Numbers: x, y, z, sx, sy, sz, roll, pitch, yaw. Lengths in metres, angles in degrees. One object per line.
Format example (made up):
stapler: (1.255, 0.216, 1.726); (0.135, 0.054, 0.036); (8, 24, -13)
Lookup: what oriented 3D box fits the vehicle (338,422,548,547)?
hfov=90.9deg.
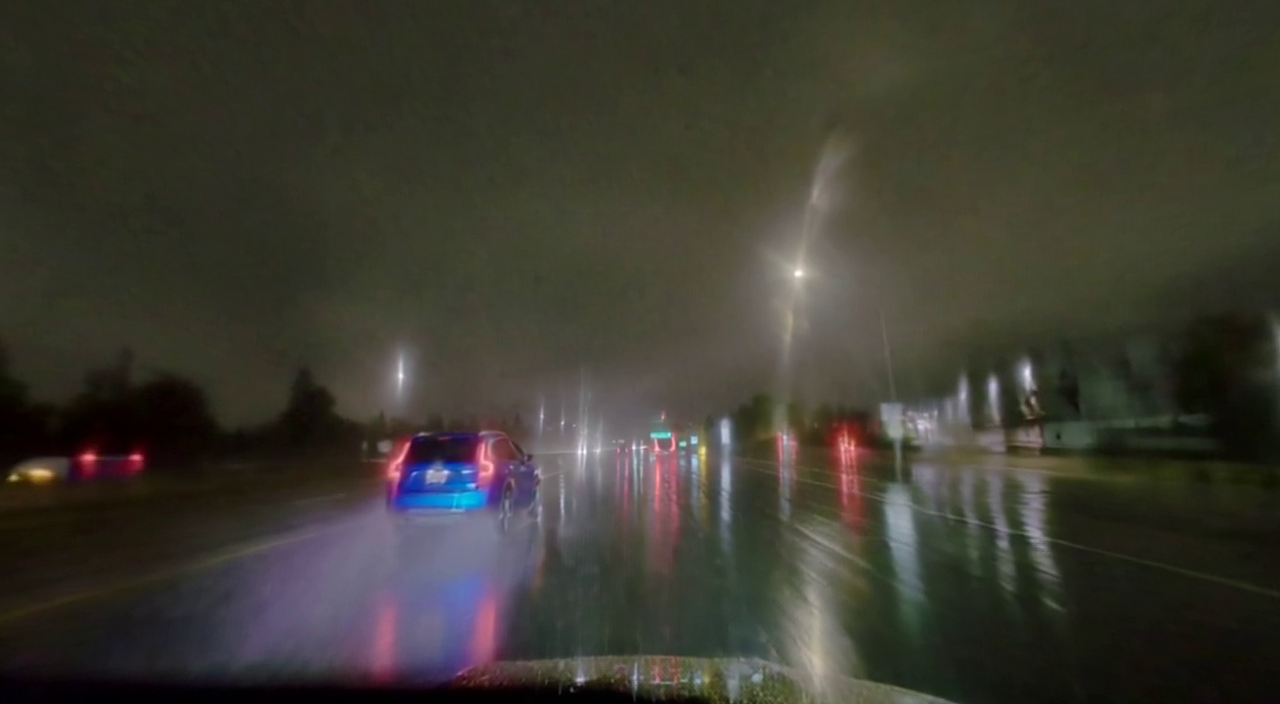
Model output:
vehicle: (-3.068, 2.172, 11.059); (2.143, 1.693, 4.513); (-1, -8, 1)

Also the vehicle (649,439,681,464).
vehicle: (1.685, 6.848, 43.594); (2.073, 1.621, 3.993); (-1, -8, 1)
